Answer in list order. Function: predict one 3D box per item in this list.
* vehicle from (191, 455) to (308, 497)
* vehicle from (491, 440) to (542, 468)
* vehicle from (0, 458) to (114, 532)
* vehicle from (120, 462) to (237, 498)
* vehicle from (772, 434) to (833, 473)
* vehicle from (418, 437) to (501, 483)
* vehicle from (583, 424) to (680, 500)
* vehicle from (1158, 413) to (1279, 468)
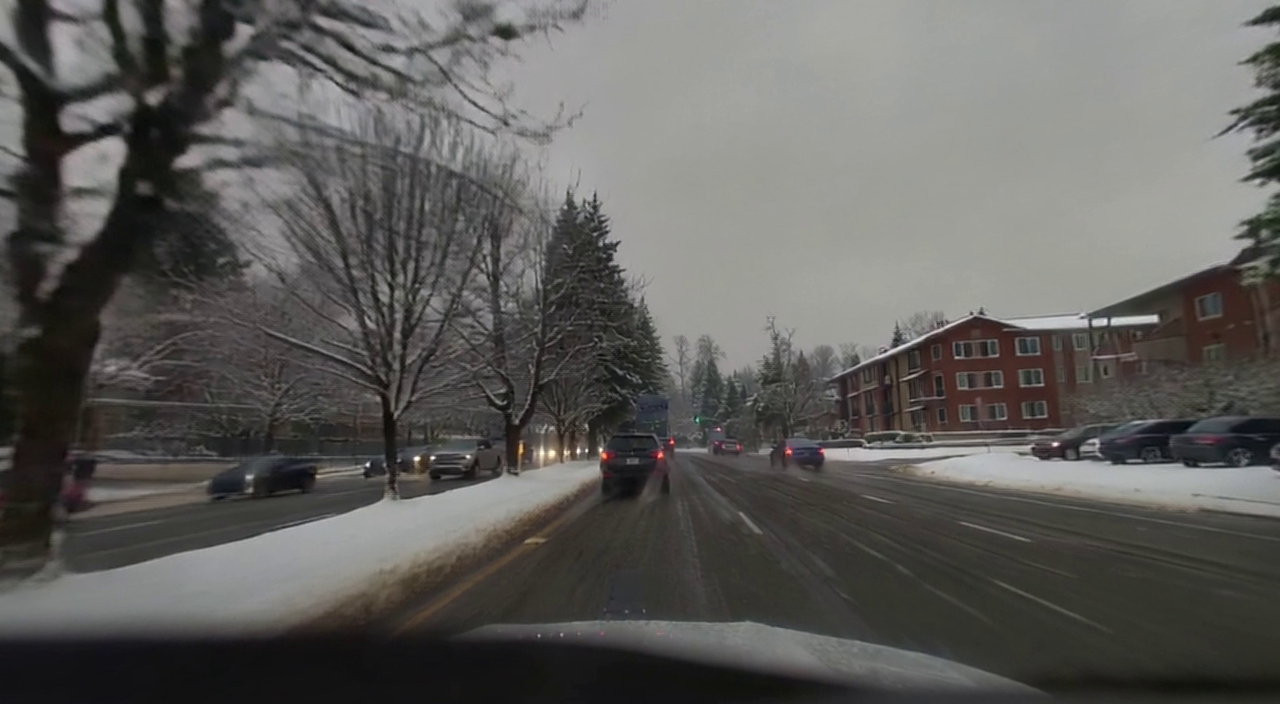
[{"bbox_3d":[-16.740,5.317,27.347,2.010,1.510,4.532,-2,-8,3],"label":"vehicle"},{"bbox_3d":[-9.154,7.630,47.371,2.238,1.906,6.264,-1,-8,3],"label":"vehicle"},{"bbox_3d":[-13.828,3.051,13.200,1.806,1.417,4.405,-4,-8,2],"label":"vehicle"},{"bbox_3d":[-22.670,6.255,31.235,1.874,1.485,4.587,-2,-8,9],"label":"vehicle"},{"bbox_3d":[7.839,4.942,30.835,1.971,1.722,4.341,0,-8,2],"label":"vehicle"},{"bbox_3d":[-7.627,4.598,27.163,2.119,1.778,4.760,0,-8,0],"label":"vehicle"},{"bbox_3d":[-0.081,2.980,17.438,2.332,1.798,4.546,-1,-8,3],"label":"vehicle"},{"bbox_3d":[18.998,2.754,19.621,3.799,1.594,2.145,0,-8,1],"label":"vehicle"}]
